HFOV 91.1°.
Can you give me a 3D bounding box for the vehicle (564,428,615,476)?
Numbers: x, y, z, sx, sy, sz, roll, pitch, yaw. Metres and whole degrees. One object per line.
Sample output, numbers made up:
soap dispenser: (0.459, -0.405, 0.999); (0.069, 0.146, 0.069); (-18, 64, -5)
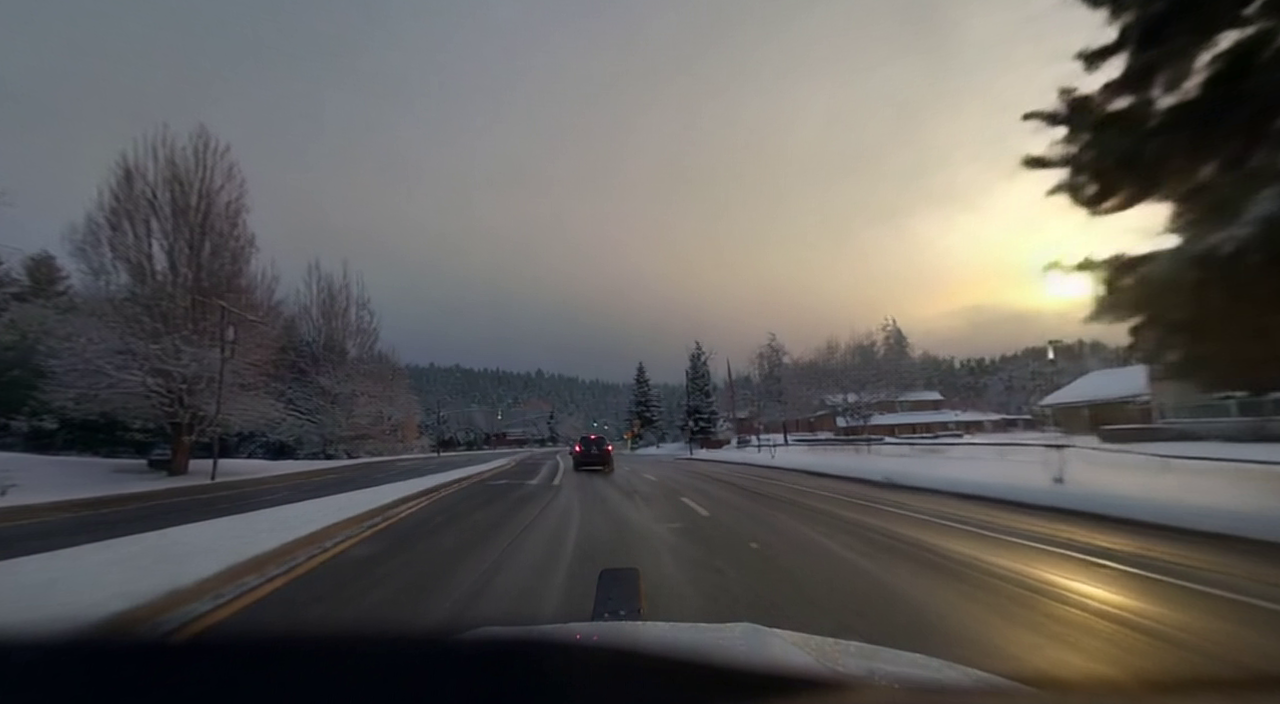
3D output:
vehicle: (-2.391, 4.582, 28.892); (2.072, 2.002, 4.391); (1, -8, -8)
